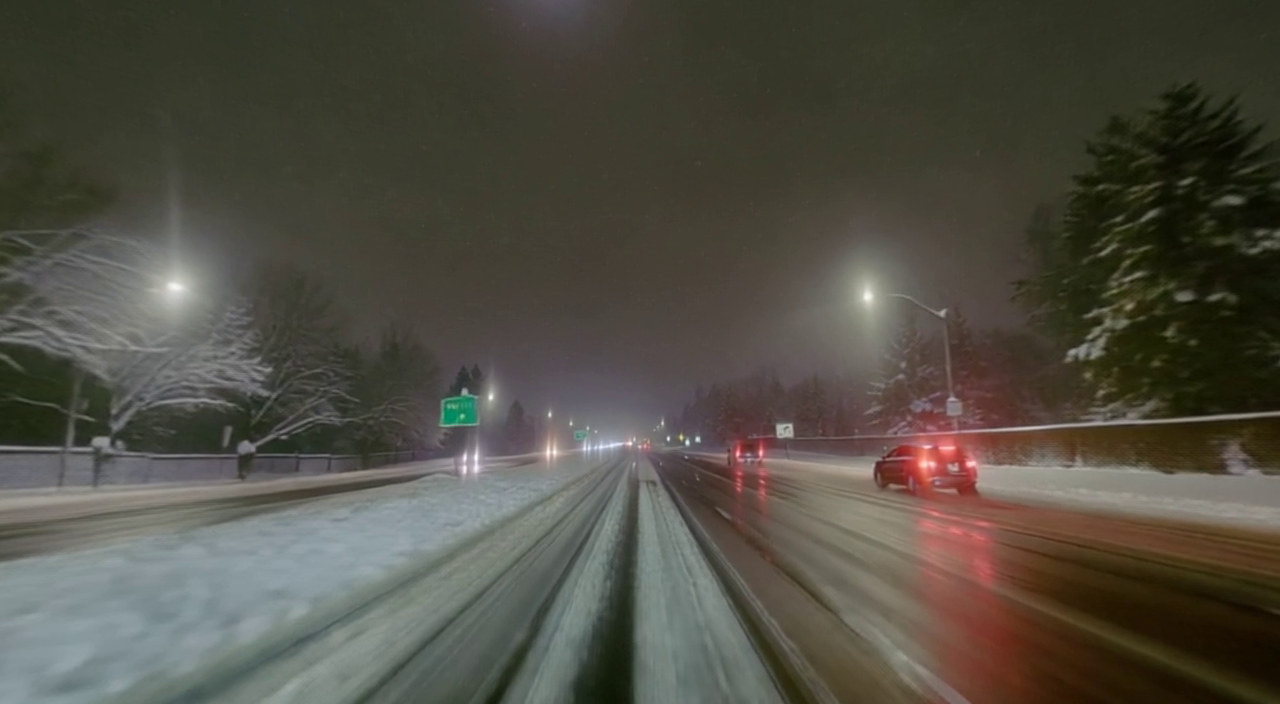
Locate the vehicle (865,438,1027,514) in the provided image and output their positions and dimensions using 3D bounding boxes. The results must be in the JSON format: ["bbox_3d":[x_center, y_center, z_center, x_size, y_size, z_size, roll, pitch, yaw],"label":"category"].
[{"bbox_3d":[6.870,2.782,14.694,1.838,1.518,3.713,0,-8,-1],"label":"vehicle"}]

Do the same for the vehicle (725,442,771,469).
[{"bbox_3d":[6.642,6.435,39.420,1.987,1.597,4.463,0,-8,-1],"label":"vehicle"}]
